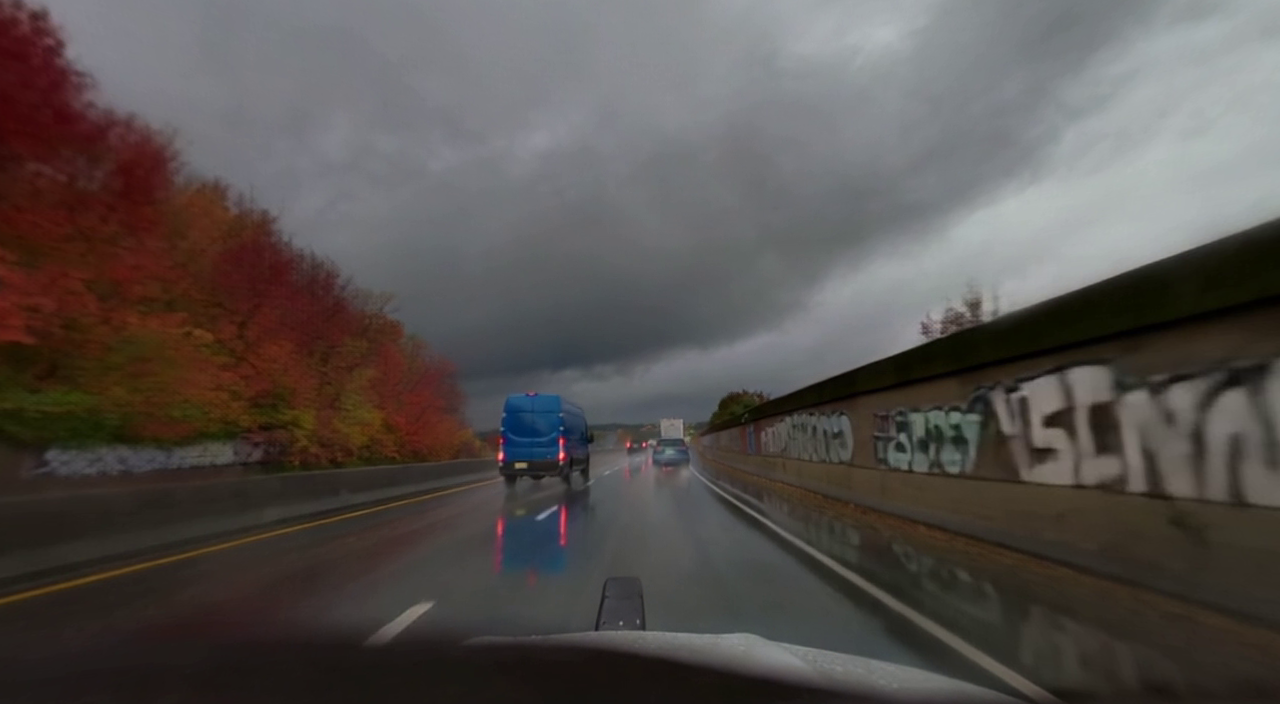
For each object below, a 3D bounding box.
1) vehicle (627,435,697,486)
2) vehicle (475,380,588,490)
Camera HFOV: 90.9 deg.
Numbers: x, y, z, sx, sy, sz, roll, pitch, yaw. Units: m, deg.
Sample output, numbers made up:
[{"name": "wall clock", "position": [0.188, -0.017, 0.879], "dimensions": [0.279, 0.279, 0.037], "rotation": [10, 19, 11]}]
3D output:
[{"name": "vehicle", "position": [0.691, 3.499, 20.654], "dimensions": [2.071, 1.487, 3.948], "rotation": [0, -8, 1]}, {"name": "vehicle", "position": [-2.930, 2.451, 18.458], "dimensions": [2.334, 2.769, 5.087], "rotation": [0, -8, 0]}]
